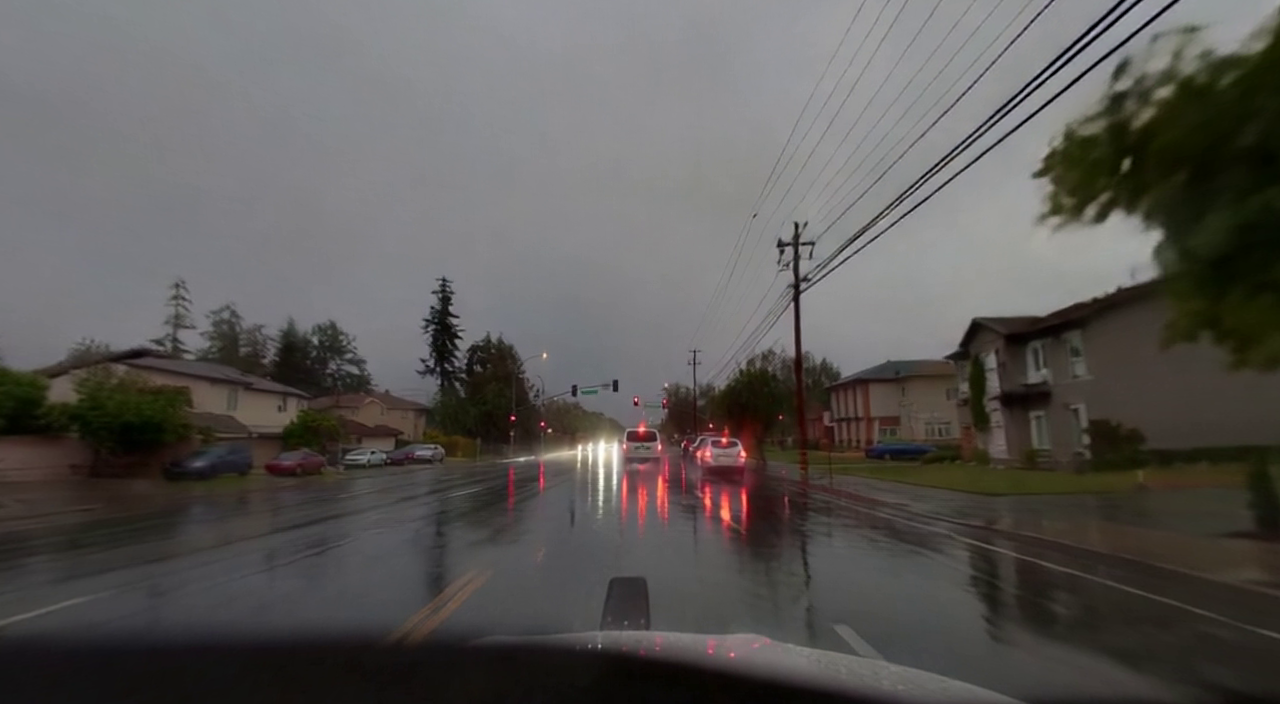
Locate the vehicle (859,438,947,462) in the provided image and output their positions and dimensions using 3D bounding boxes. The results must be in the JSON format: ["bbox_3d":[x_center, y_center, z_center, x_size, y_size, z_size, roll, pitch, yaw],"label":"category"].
[{"bbox_3d":[16.505,6.178,39.676,4.671,1.495,1.900,-1,-9,3],"label":"vehicle"}]

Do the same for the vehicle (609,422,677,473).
[{"bbox_3d":[0.135,4.335,28.558,2.769,2.087,5.130,0,-9,0],"label":"vehicle"}]

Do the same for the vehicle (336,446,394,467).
[{"bbox_3d":[-19.811,7.535,45.622,1.891,1.460,4.681,0,-9,2],"label":"vehicle"}]

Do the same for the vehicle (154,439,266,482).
[{"bbox_3d":[-20.124,5.077,29.785,2.046,1.874,4.448,0,-9,2],"label":"vehicle"}]

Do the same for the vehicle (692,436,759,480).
[{"bbox_3d":[3.159,4.008,24.056,2.002,1.511,4.124,0,-9,0],"label":"vehicle"}]

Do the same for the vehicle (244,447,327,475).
[{"bbox_3d":[-19.861,6.099,35.564,1.866,1.471,4.770,0,-9,1],"label":"vehicle"}]

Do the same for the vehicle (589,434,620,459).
[{"bbox_3d":[-2.738,7.463,49.620,1.999,1.864,4.279,0,-9,2],"label":"vehicle"}]
